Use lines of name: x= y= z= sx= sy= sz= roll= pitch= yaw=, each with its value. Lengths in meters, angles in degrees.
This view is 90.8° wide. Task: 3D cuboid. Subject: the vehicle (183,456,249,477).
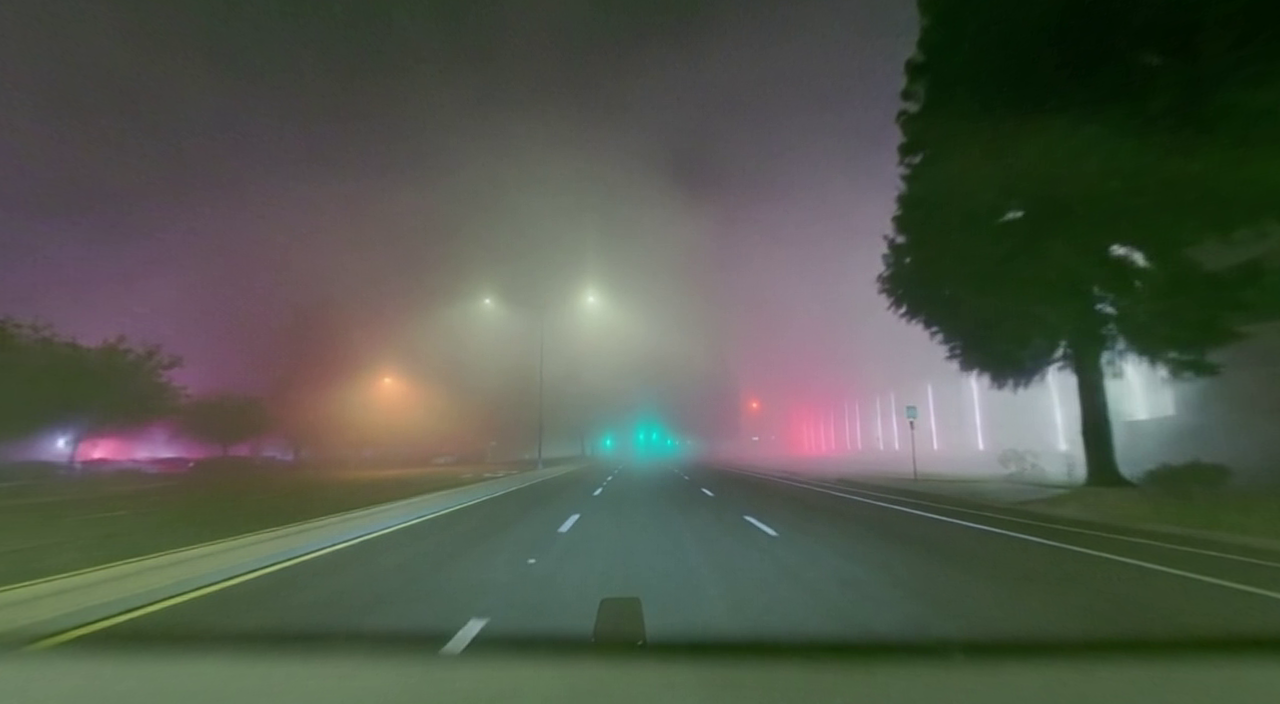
vehicle: x=-31.824 y=8.591 z=47.550 sx=1.947 sy=1.444 sz=4.313 roll=-1 pitch=-10 yaw=0

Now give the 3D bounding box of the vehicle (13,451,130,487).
vehicle: x=-31.841 y=6.544 z=35.624 sx=2.034 sy=1.818 sz=4.855 roll=0 pitch=-8 yaw=1

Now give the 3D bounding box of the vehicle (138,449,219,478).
vehicle: x=-34.551 y=8.383 z=47.492 sx=2.230 sy=1.962 sz=5.115 roll=-1 pitch=-10 yaw=0
